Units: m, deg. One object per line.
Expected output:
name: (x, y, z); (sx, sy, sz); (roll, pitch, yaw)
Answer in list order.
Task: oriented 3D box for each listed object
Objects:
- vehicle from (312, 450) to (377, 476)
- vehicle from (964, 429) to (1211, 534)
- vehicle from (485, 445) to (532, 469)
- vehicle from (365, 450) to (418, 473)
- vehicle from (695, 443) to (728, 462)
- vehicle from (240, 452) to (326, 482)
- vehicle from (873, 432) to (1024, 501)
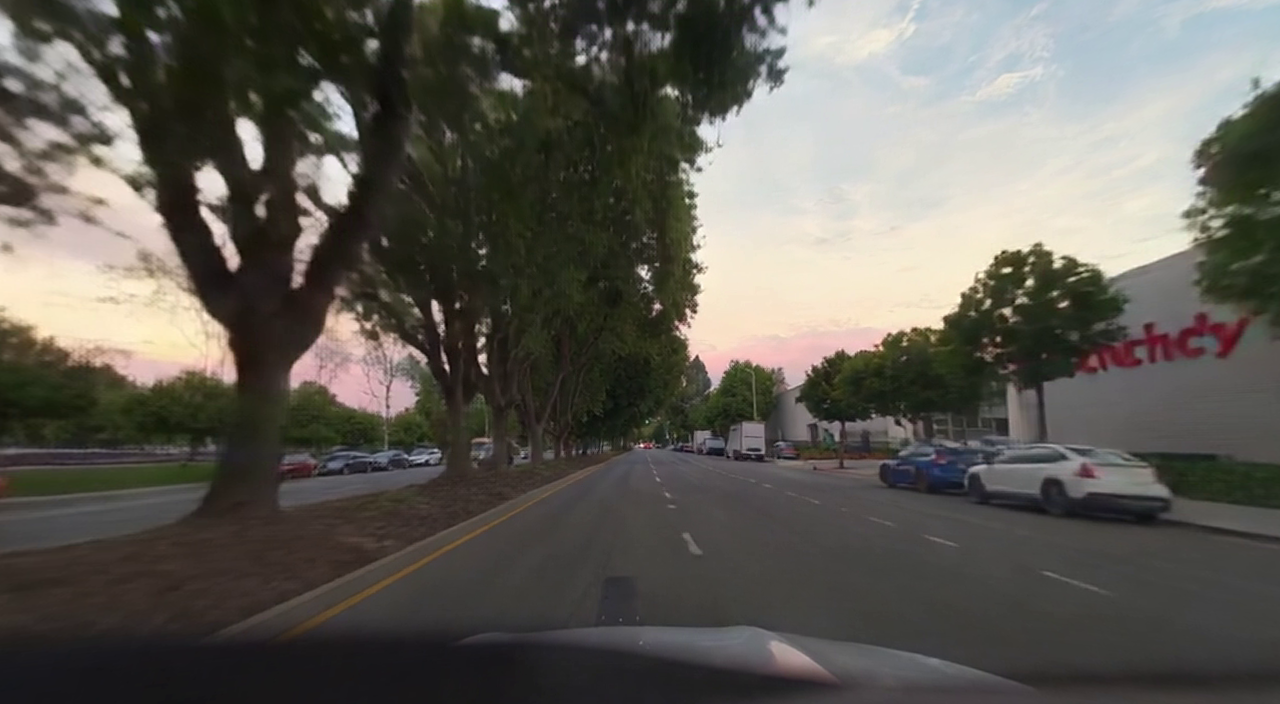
vehicle: (-19.101, 7.177, 41.120); (1.787, 1.482, 4.645); (-1, -8, 3)
vehicle: (9.311, 2.695, 13.803); (1.994, 1.738, 4.622); (5, -9, -1)
vehicle: (-8.364, 6.698, 40.619); (1.926, 1.447, 4.547); (0, -8, 2)
vehicle: (-18.469, 8.166, 47.205); (1.803, 1.476, 4.590); (-2, -7, 5)
vehicle: (5.550, 7.805, 49.301); (1.972, 1.417, 4.239); (0, -8, -1)
vehicle: (-19.253, 6.197, 34.373); (1.890, 1.468, 4.727); (0, -8, 1)
vehicle: (9.437, 3.533, 19.906); (2.303, 1.761, 4.689); (4, -9, -2)
